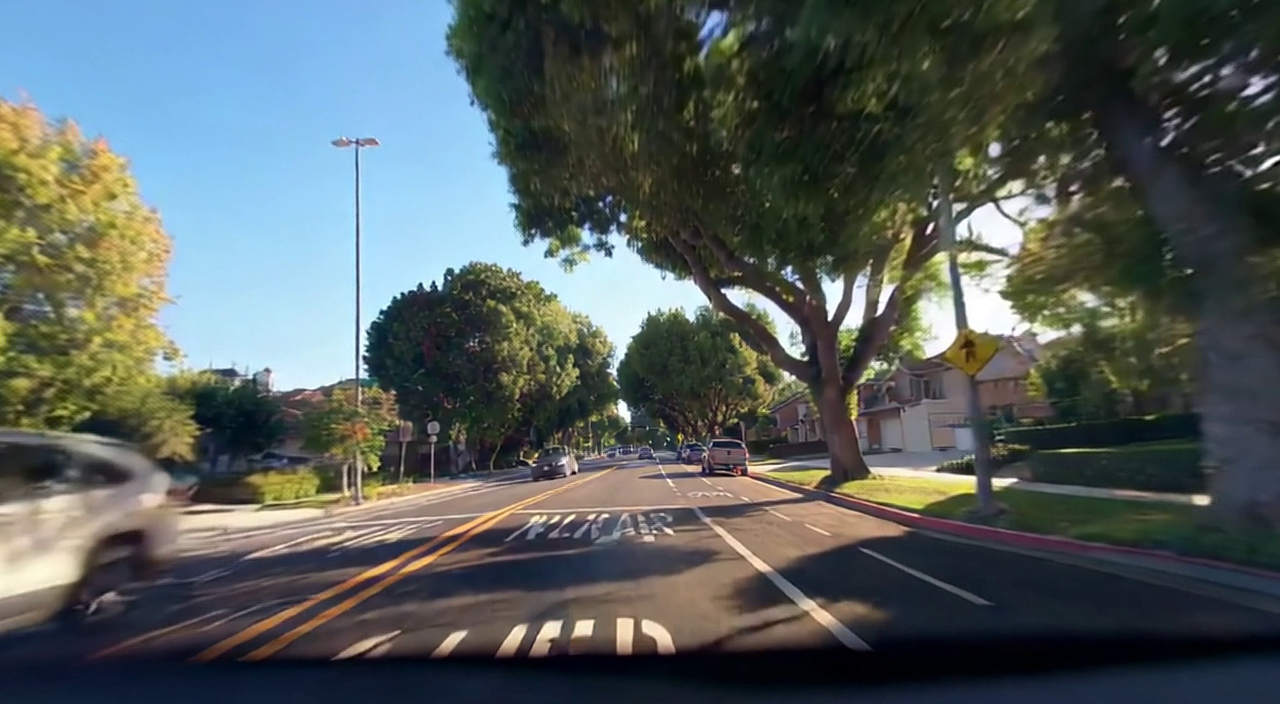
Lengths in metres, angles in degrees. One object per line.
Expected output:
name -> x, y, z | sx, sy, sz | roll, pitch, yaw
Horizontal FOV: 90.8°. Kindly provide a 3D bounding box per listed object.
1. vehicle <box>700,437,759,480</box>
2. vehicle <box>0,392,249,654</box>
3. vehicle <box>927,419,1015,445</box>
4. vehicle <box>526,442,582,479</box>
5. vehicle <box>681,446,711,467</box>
vehicle -> 3.874, 4.740, 28.313 | 2.087, 1.725, 4.986 | -1, -9, 2
vehicle -> -5.836, 1.434, 5.339 | 2.037, 1.948, 4.621 | -4, -9, 2
vehicle -> 22.321, 5.417, 42.724 | 4.799, 1.678, 2.002 | 0, -9, -4
vehicle -> -4.467, 5.759, 33.835 | 2.091, 1.793, 5.296 | -1, -8, 2
vehicle -> 4.168, 7.800, 47.416 | 1.874, 1.415, 4.683 | -1, -9, 0
